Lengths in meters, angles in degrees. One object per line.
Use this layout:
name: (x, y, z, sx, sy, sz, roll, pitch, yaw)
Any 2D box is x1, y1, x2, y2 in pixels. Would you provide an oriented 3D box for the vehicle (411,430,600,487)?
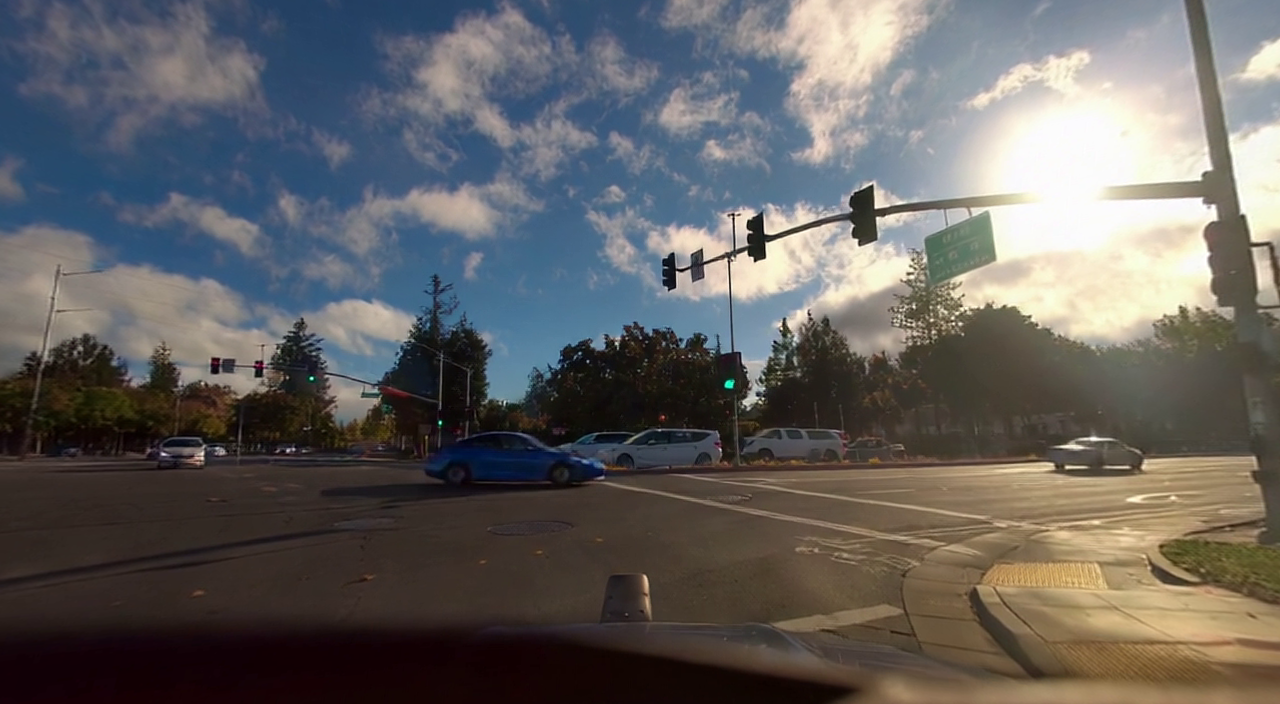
vehicle: (-3.636, 2.922, 17.445, 4.686, 1.425, 2.018, -2, -8, 12)

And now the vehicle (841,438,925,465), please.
vehicle: (13.877, 5.645, 35.918, 4.457, 1.429, 1.862, 4, -9, -26)

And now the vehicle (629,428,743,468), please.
vehicle: (1.945, 4.043, 26.729, 4.483, 1.589, 1.852, 4, -9, -26)

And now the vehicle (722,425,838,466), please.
vehicle: (7.350, 4.927, 33.077, 5.791, 1.964, 2.199, 5, -9, -26)

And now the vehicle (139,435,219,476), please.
vehicle: (-22.521, 4.972, 30.662, 2.450, 1.807, 5.332, 7, -11, -41)

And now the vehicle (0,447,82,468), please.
vehicle: (-44.282, 7.734, 46.227, 4.589, 1.462, 1.953, 0, -8, -5)

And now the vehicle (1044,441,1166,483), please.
vehicle: (17.251, 4.014, 23.338, 4.425, 1.366, 1.865, 4, -9, -29)
